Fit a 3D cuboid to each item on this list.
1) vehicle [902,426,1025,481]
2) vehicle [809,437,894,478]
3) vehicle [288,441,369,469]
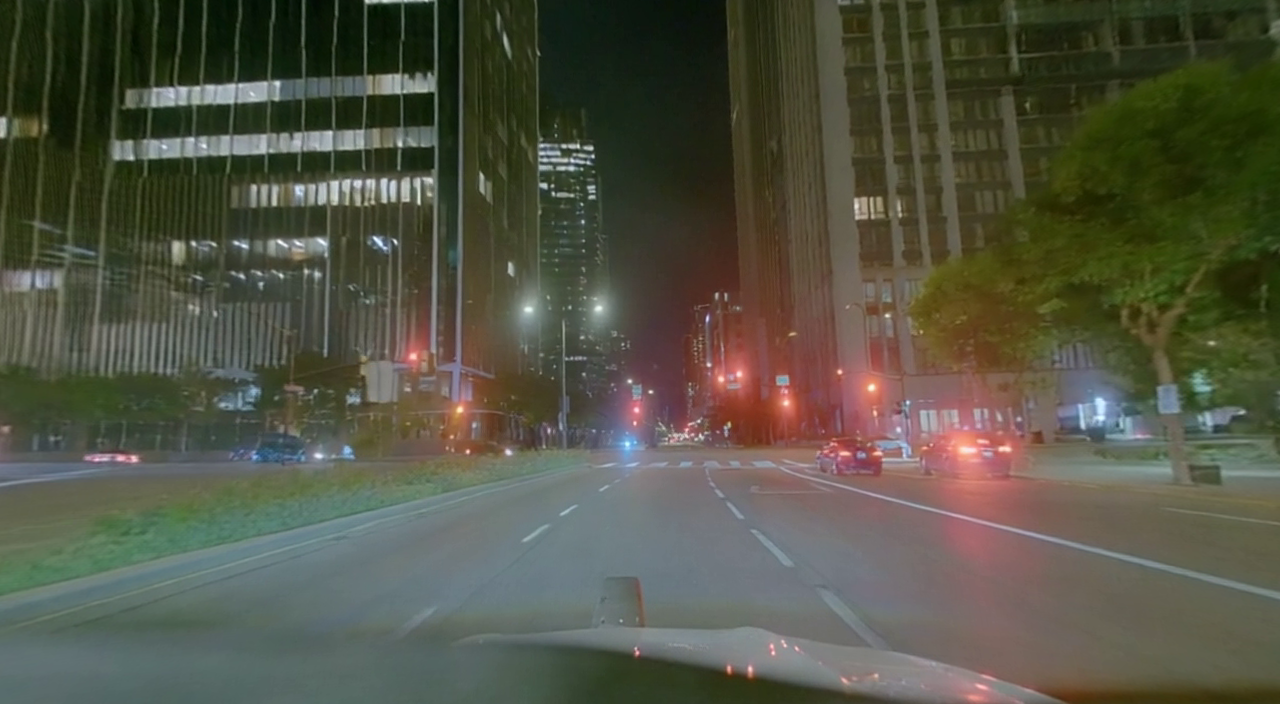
[{"bbox_3d":[11.810,3.745,23.534,2.027,1.810,4.854,0,-9,1],"label":"vehicle"},{"bbox_3d":[8.359,4.217,25.522,1.936,1.489,4.885,-1,-8,3],"label":"vehicle"},{"bbox_3d":[-22.033,7.262,44.746,4.779,1.910,2.125,-2,-9,12],"label":"vehicle"}]
